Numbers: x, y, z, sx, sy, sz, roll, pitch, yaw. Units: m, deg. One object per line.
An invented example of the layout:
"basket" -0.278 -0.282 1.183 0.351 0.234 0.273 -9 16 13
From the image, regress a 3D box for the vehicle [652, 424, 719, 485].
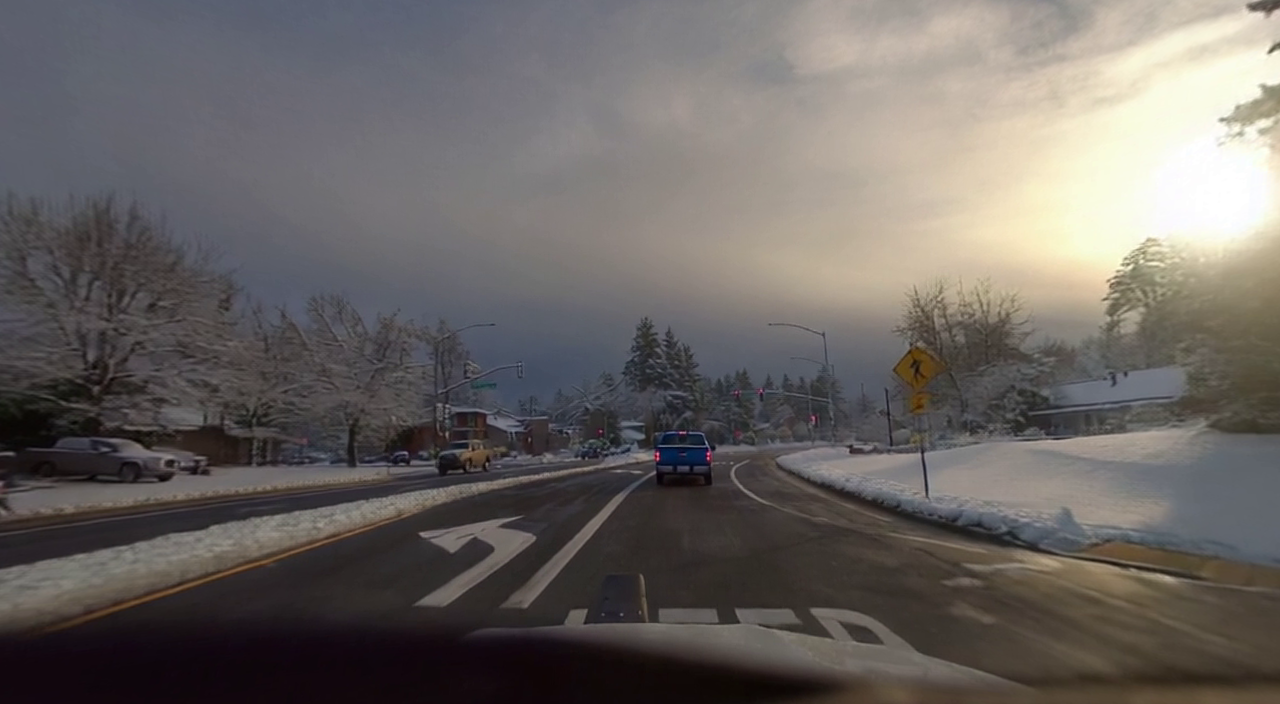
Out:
"vehicle" 1.723 3.688 22.837 2.153 1.942 4.767 -1 -9 6

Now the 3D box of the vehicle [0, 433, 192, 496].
"vehicle" -20.689 4.269 24.253 5.208 1.960 2.385 -3 -8 -2

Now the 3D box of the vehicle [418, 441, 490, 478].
"vehicle" -10.468 6.037 35.978 2.053 1.822 4.852 -3 -7 9
